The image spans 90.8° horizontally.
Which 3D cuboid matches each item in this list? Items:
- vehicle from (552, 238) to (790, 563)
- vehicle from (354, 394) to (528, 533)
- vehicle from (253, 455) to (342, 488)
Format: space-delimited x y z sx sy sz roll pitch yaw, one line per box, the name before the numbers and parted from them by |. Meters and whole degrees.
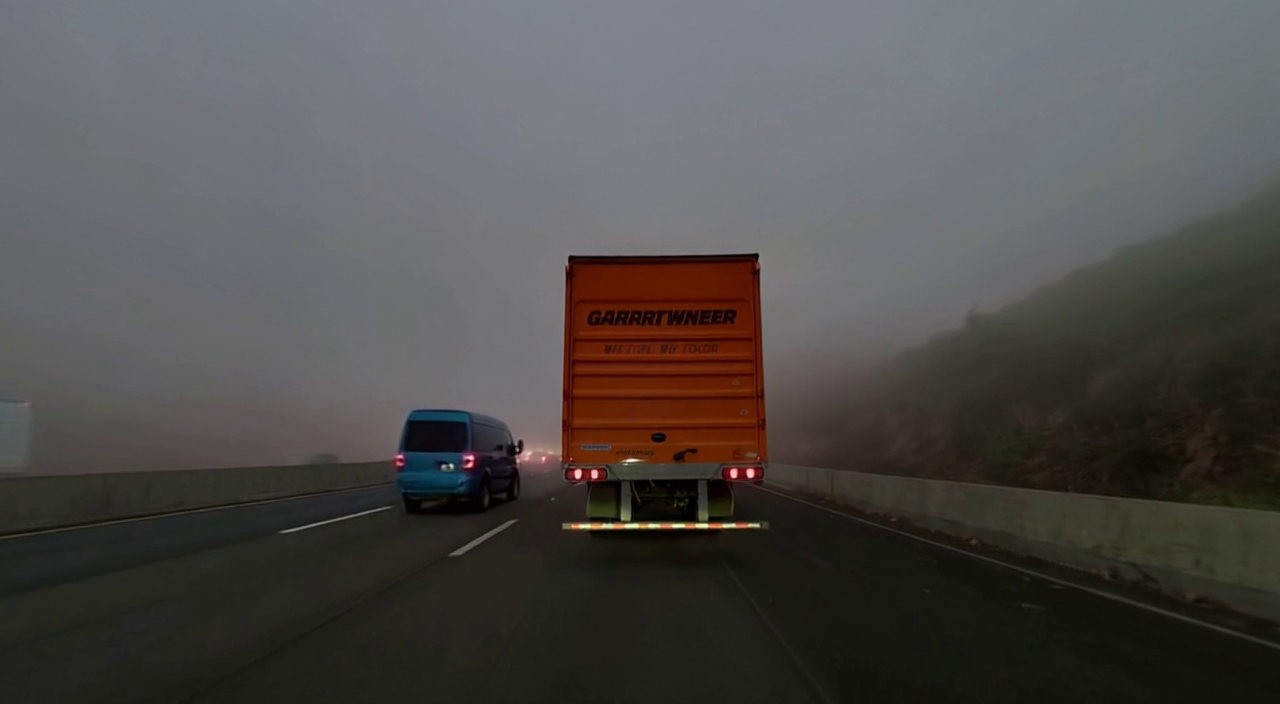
vehicle | 0.424 1.358 13.106 2.853 4.054 10.557 0 -9 1
vehicle | -4.084 2.431 14.174 2.208 2.522 5.187 0 -9 -1
vehicle | -16.753 5.837 31.127 1.885 1.455 4.424 0 -9 0
